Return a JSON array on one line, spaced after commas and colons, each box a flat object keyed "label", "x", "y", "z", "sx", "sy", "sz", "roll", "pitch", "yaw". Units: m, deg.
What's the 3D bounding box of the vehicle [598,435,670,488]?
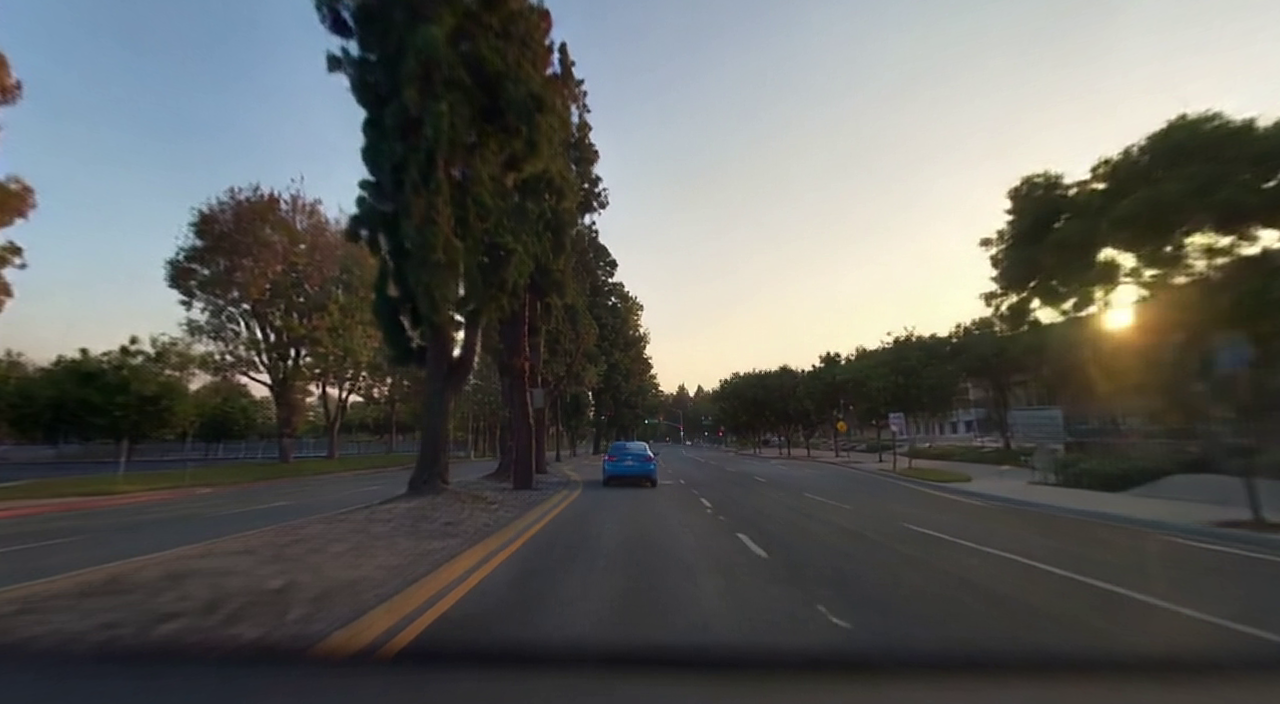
[{"label": "vehicle", "x": -0.294, "y": 3.444, "z": 20.297, "sx": 2.042, "sy": 1.479, "sz": 4.601, "roll": 0, "pitch": -8, "yaw": -3}]
